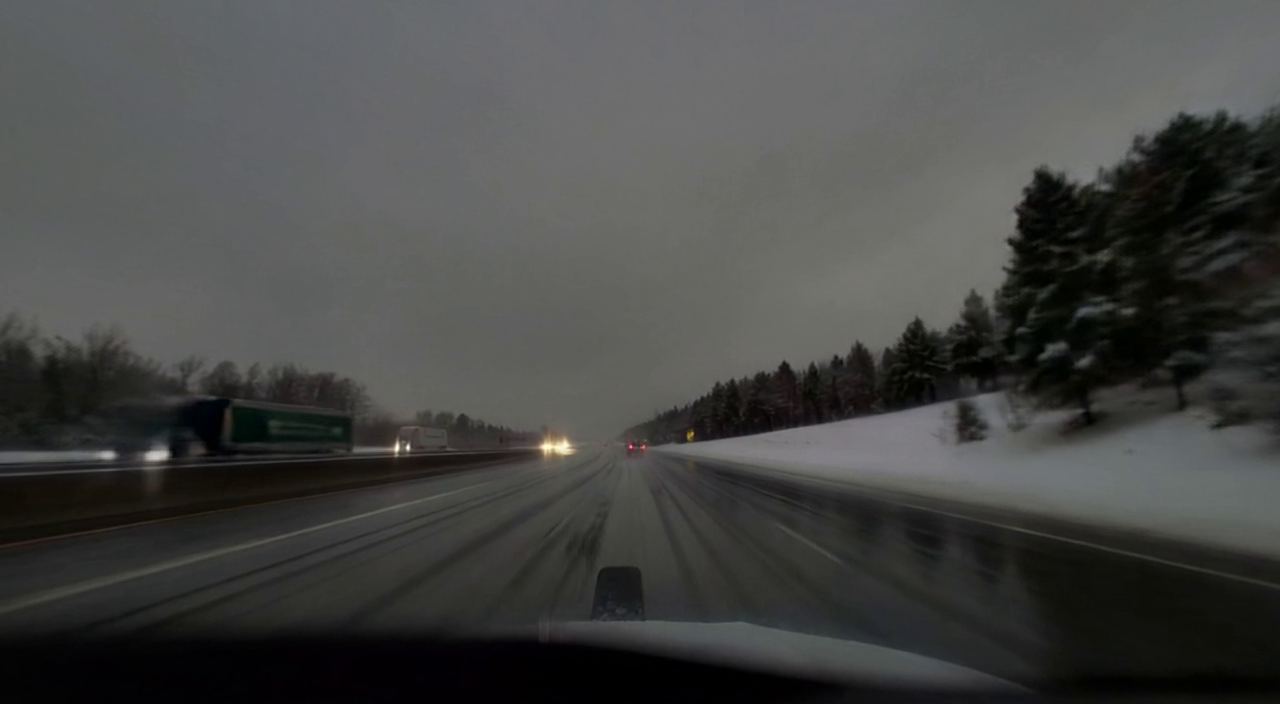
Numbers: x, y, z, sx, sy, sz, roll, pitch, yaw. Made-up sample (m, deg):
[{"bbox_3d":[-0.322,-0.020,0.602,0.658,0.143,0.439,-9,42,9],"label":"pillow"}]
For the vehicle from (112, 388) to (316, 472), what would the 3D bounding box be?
[{"bbox_3d":[-23.066,4.609,35.715,2.979,3.898,12.555,0,-9,-1],"label":"vehicle"}]
